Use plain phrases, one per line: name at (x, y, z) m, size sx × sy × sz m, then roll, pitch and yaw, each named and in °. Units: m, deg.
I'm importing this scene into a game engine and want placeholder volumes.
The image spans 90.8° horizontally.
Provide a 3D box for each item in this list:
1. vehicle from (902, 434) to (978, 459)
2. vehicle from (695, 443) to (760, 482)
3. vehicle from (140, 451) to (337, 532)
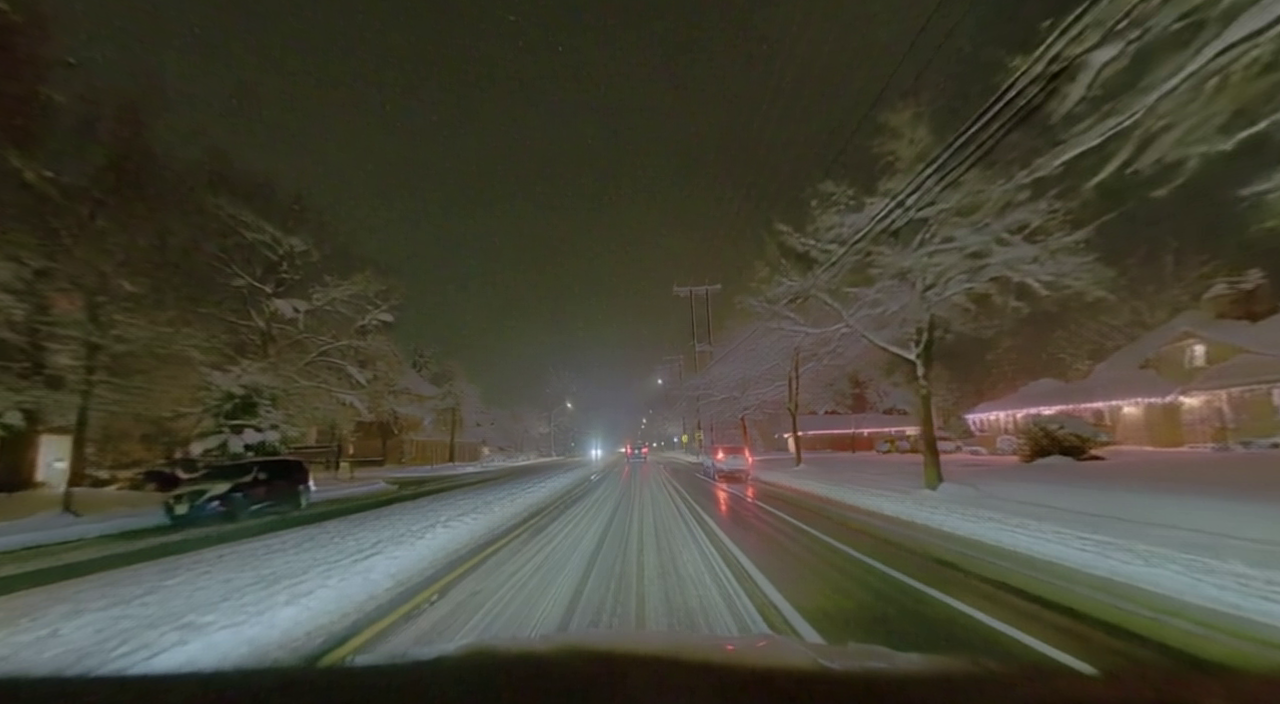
vehicle at (21.388, 6.765, 45.141) m, size 4.536 × 1.654 × 1.931 m, roll 1°, pitch -9°, yaw -7°
vehicle at (4.014, 5.151, 29.800) m, size 2.124 × 1.524 × 4.698 m, roll 5°, pitch -9°, yaw -2°
vehicle at (-11.207, 3.850, 18.318) m, size 2.086 × 1.711 × 5.661 m, roll -6°, pitch -9°, yaw -1°
